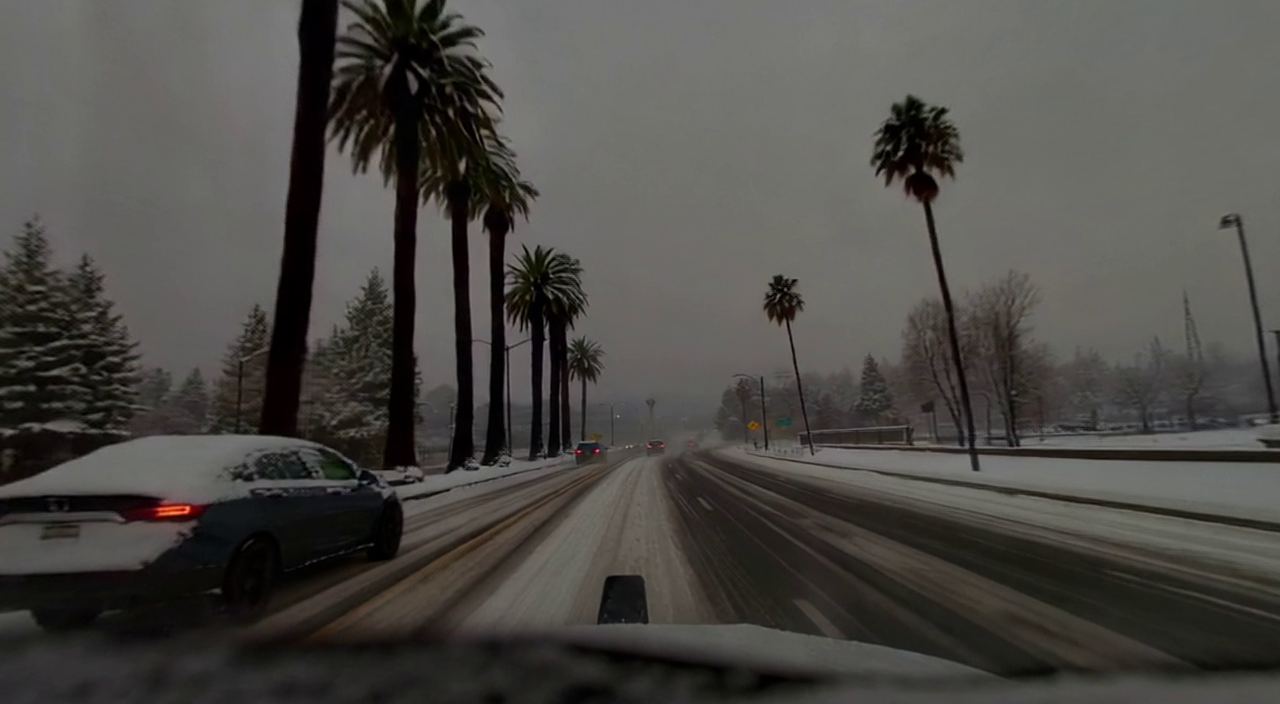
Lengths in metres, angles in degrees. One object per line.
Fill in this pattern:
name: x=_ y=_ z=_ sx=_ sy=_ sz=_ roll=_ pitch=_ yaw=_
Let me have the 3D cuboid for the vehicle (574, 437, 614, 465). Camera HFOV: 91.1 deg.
vehicle: x=-3.151 y=6.959 z=44.186 sx=2.188 sy=1.819 sz=4.667 roll=-1 pitch=-8 yaw=4

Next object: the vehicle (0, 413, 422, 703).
vehicle: x=-3.797 y=1.395 z=5.456 sx=2.036 sy=1.478 sz=4.771 roll=0 pitch=-8 yaw=1
